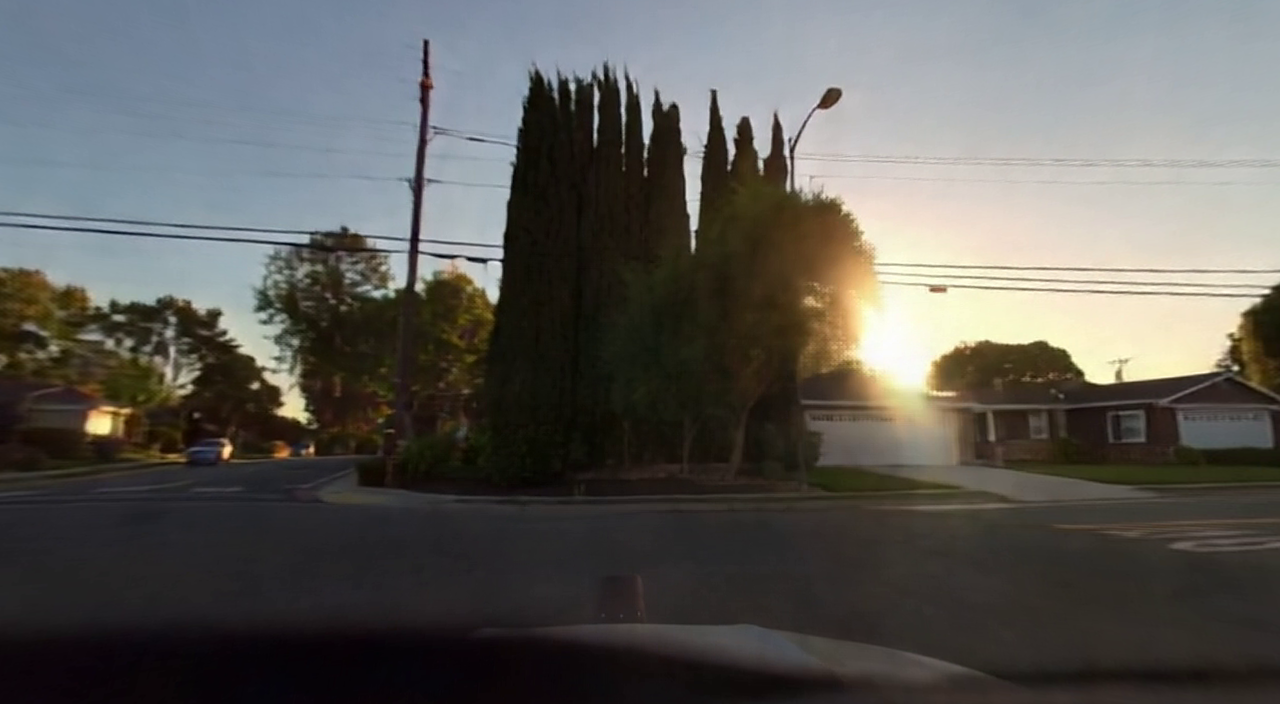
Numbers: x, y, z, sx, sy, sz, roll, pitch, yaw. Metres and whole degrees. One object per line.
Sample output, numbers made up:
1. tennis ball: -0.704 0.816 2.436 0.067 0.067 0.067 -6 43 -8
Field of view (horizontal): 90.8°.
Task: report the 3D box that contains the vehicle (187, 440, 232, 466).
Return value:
1. vehicle: -33.366 7.767 48.863 2.434 1.889 5.594 7 -10 -37
